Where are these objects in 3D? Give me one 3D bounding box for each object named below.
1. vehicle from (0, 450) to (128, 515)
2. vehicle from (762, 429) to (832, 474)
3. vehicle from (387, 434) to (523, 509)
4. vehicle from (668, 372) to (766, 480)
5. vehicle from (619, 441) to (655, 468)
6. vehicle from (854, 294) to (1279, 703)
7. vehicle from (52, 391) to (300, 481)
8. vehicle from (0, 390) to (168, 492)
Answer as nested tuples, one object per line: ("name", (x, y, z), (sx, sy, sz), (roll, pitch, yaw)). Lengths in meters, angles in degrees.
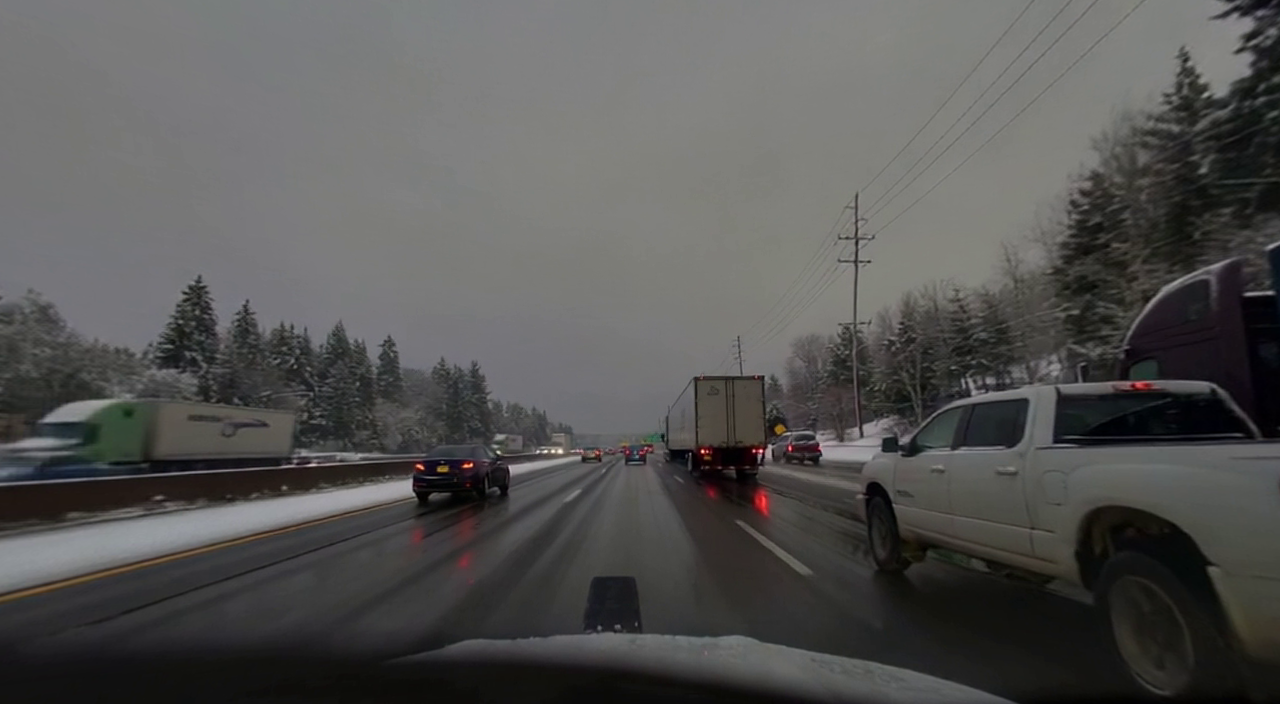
("vehicle", (-14.907, 3.156, 15.591), (1.519, 1.378, 3.435), (0, -8, 0))
("vehicle", (7.380, 4.742, 30.156), (2.079, 1.938, 4.630), (0, -8, -1))
("vehicle", (-4.158, 2.732, 14.850), (1.968, 1.507, 3.829), (0, -8, 1))
("vehicle", (3.316, 3.976, 32.248), (2.907, 4.109, 16.177), (0, -8, 0))
("vehicle", (-0.150, 6.153, 37.995), (2.047, 1.485, 3.938), (0, -8, 1))
("vehicle", (3.452, 1.007, 4.331), (2.132, 1.869, 4.978), (0, -8, -1))
("vehicle", (-22.484, 4.365, 32.253), (2.779, 3.662, 12.891), (0, -8, 1))
("vehicle", (-22.352, 3.363, 23.700), (3.028, 3.310, 7.561), (0, -8, 1))
